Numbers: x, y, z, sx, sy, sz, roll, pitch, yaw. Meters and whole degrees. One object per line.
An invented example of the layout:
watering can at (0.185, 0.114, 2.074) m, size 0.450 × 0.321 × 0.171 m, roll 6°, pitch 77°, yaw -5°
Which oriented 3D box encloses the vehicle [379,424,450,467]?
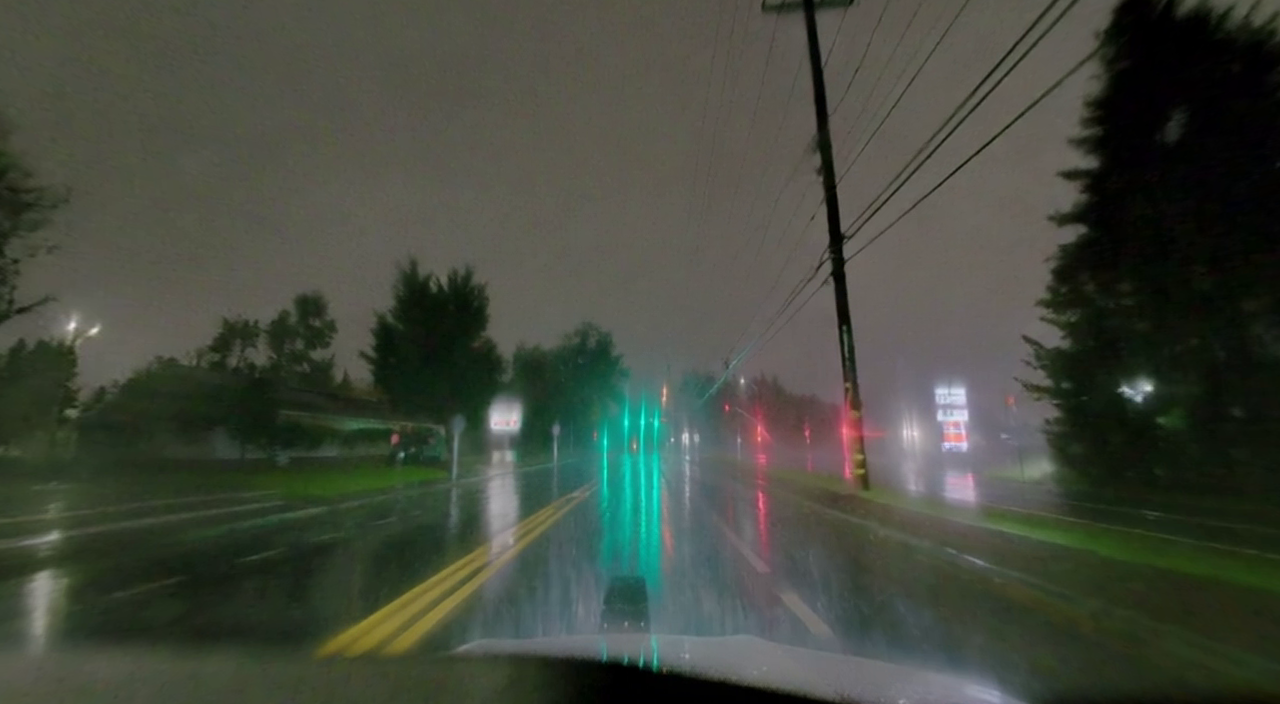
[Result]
vehicle at (-13.069, 5.463, 36.973) m, size 2.476 × 2.256 × 5.686 m, roll 0°, pitch -8°, yaw -5°
